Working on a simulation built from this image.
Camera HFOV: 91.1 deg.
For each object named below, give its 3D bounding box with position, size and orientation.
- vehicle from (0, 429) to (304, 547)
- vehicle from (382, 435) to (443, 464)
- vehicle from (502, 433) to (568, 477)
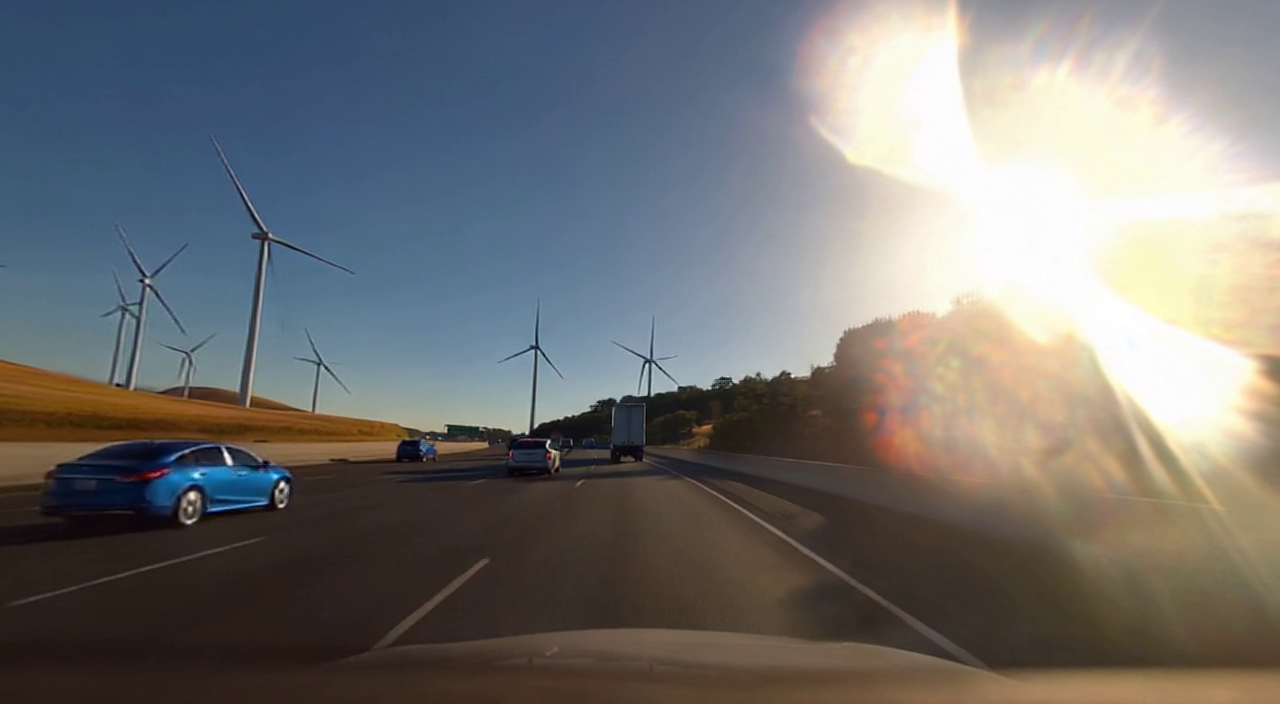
[{"bbox_3d":[-7.980,2.079,10.383,2.271,1.488,4.597,0,-8,0],"label":"vehicle"},{"bbox_3d":[-15.489,6.704,43.184,2.285,1.835,5.672,0,-8,-2],"label":"vehicle"},{"bbox_3d":[-4.304,4.296,26.357,2.109,1.684,3.783,0,-8,0],"label":"vehicle"}]
